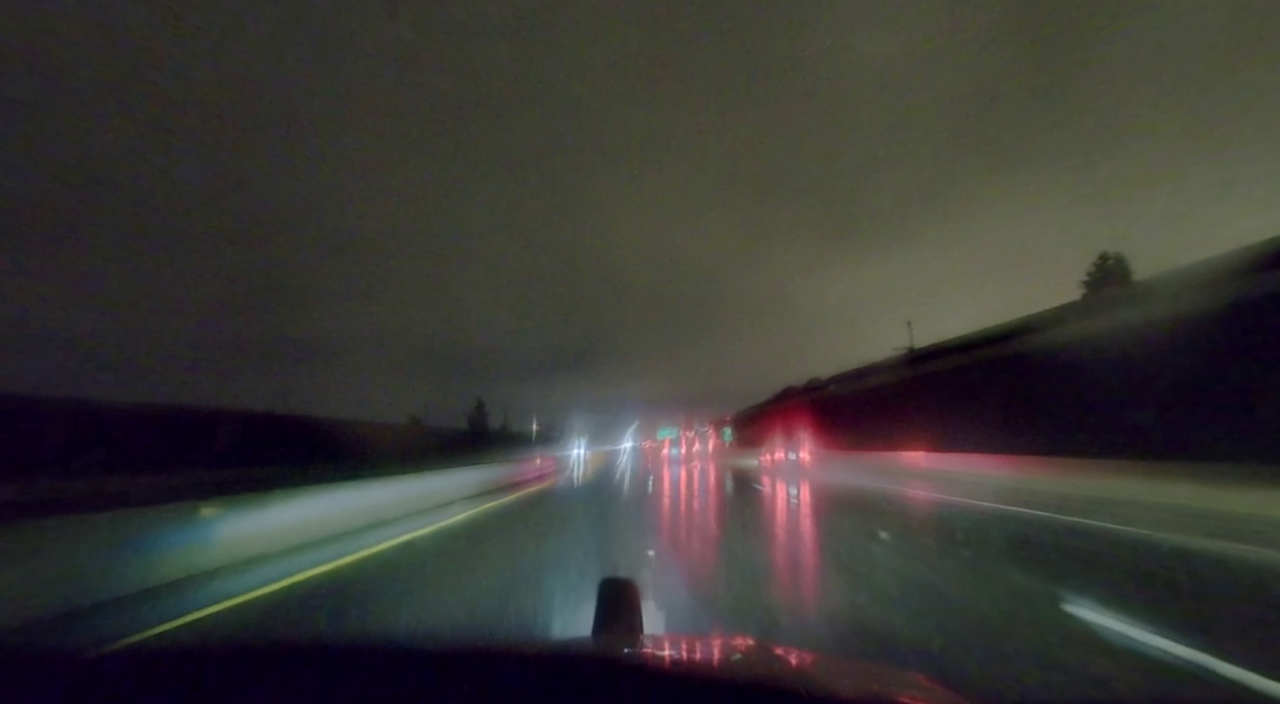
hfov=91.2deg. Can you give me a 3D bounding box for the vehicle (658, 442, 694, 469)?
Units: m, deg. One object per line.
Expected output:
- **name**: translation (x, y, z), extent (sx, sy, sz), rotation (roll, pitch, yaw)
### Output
- **vehicle**: translation (2.247, 6.542, 39.763), extent (1.970, 1.560, 4.182), rotation (0, -9, -1)
